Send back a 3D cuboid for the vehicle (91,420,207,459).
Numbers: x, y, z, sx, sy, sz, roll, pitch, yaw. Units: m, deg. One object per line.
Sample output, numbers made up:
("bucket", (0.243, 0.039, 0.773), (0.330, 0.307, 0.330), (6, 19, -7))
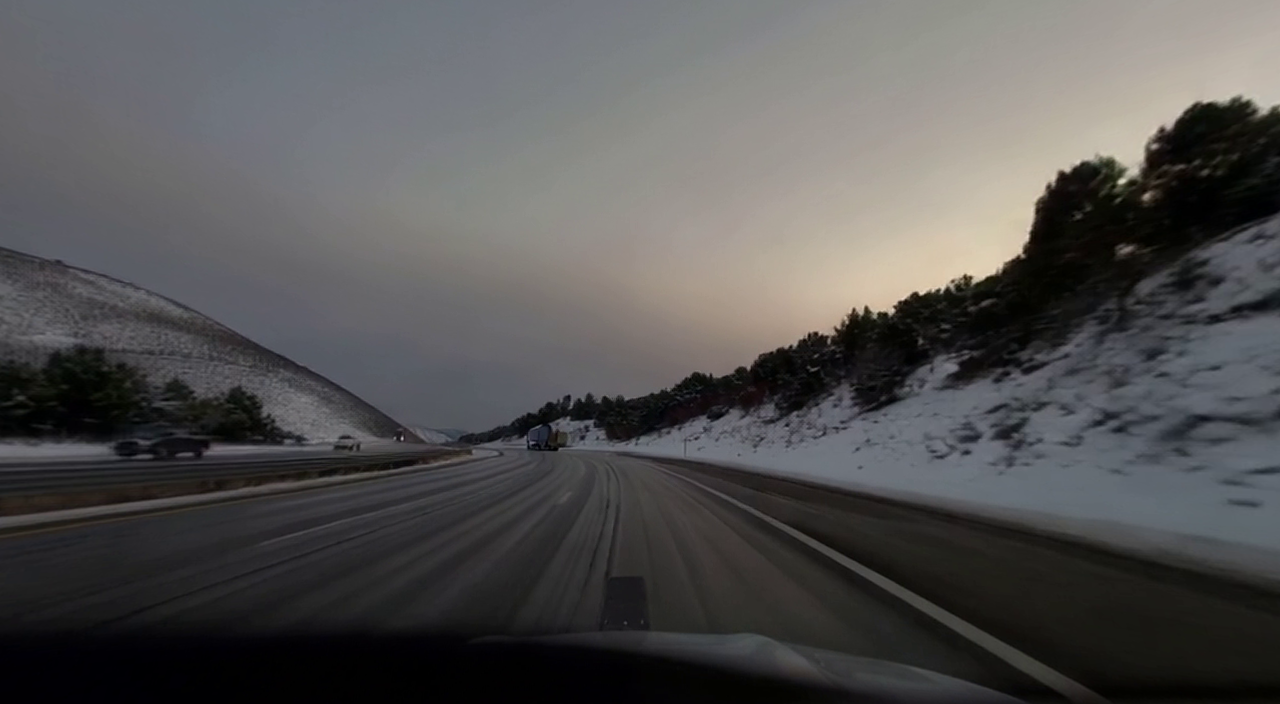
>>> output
("vehicle", (-25.042, 4.540, 32.458), (2.156, 1.823, 5.280), (1, -9, -7))
